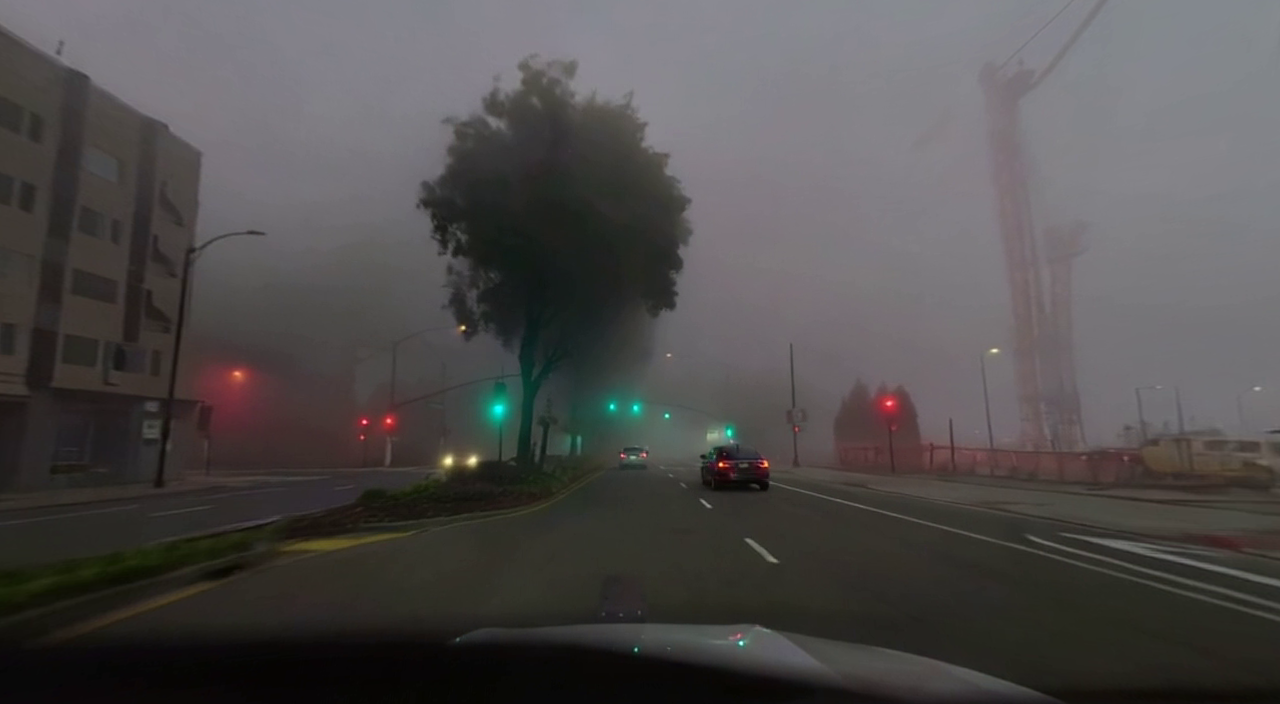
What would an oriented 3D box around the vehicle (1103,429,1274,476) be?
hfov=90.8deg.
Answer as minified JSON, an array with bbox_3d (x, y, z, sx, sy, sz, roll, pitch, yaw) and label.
[{"bbox_3d":[25.271,4.678,29.324,5.433,1.955,2.512,-1,-10,0],"label":"vehicle"}]

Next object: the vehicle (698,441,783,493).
[{"bbox_3d":[3.084,3.627,20.247,1.910,1.474,4.003,0,-9,-2],"label":"vehicle"}]

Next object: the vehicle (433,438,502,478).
[{"bbox_3d":[-8.633,5.339,32.093,2.111,1.832,4.778,0,-9,0],"label":"vehicle"}]

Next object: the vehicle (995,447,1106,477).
[{"bbox_3d":[19.041,5.102,29.441,3.839,1.281,1.836,0,-9,0],"label":"vehicle"}]

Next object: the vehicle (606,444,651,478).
[{"bbox_3d":[-0.552,5.095,29.851,2.006,1.487,3.535,0,-9,-1],"label":"vehicle"}]
